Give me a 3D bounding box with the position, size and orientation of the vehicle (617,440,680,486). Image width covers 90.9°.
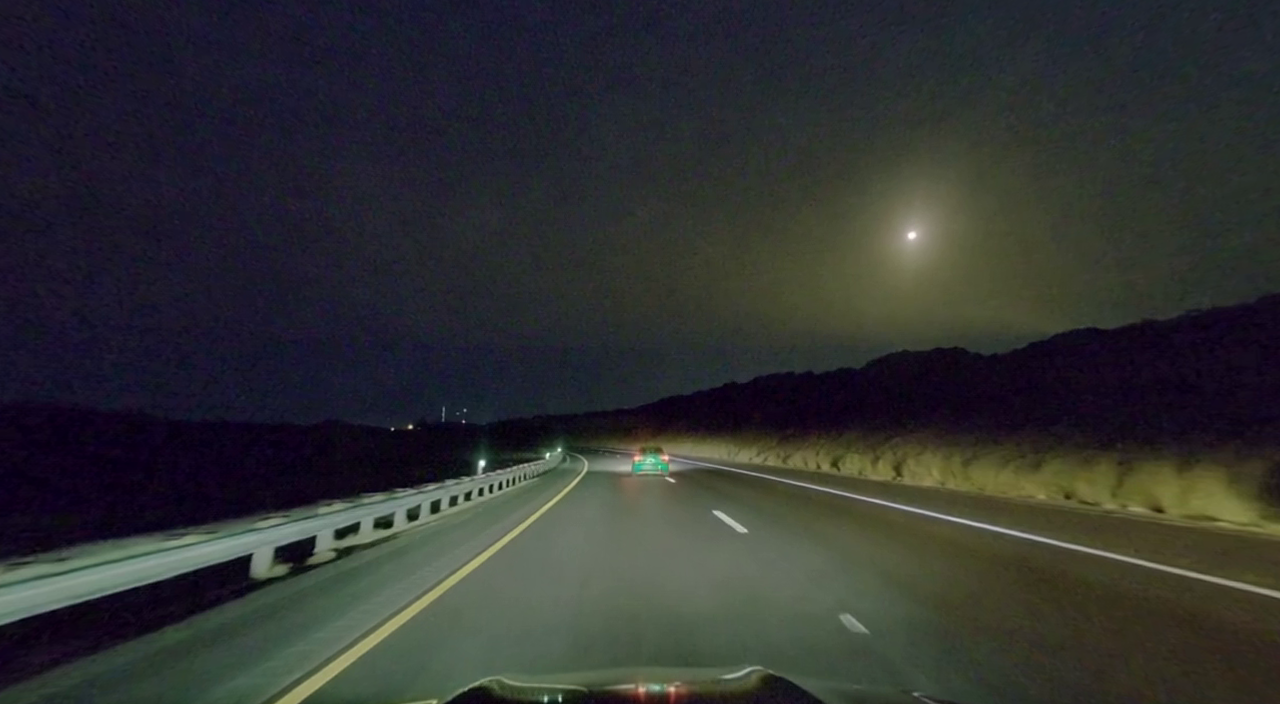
[{"bbox_3d":[0.207,3.911,22.591,2.029,1.474,4.183,0,-9,-2],"label":"vehicle"}]
